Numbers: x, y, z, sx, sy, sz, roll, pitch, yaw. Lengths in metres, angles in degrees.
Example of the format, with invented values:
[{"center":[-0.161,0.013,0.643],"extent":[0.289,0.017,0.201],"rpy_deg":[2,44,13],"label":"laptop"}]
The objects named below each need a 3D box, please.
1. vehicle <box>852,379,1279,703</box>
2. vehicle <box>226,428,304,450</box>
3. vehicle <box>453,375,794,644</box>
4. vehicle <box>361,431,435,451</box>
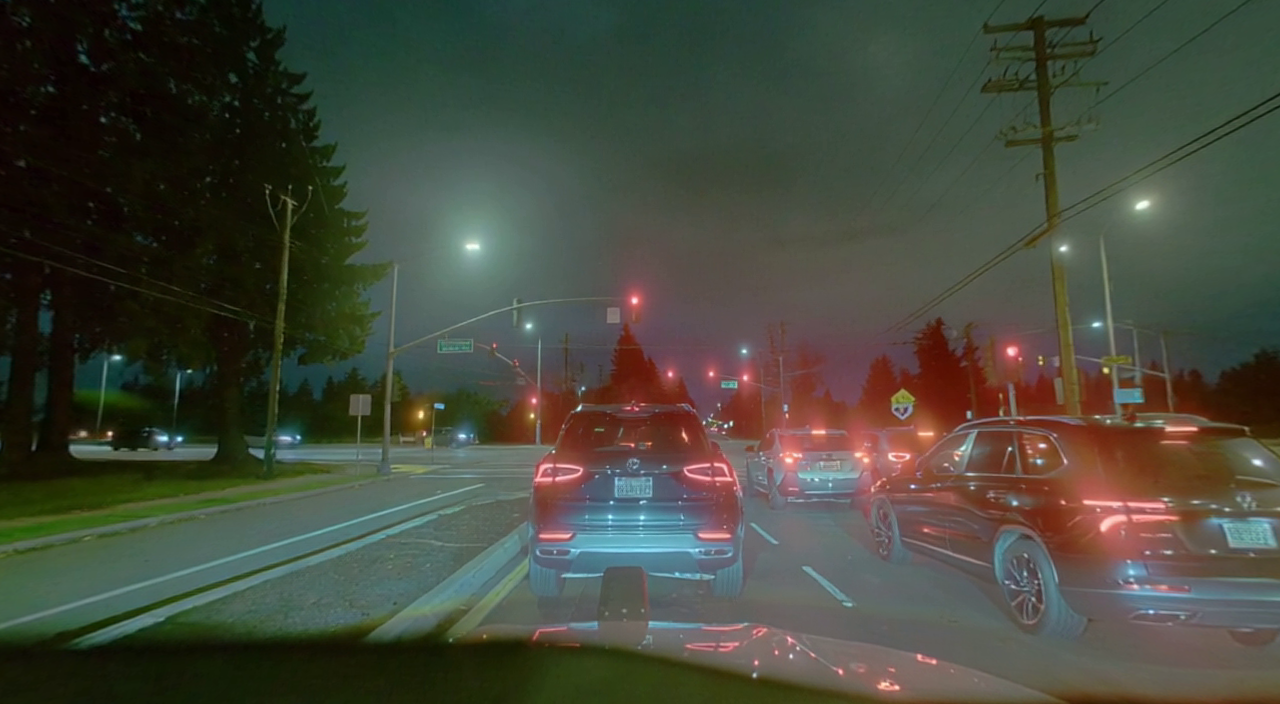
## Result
[{"center":[3.553,1.299,5.471],"extent":[1.948,1.677,4.437],"rpy_deg":[0,-8,1],"label":"vehicle"},{"center":[-27.996,6.524,47.213],"extent":[4.587,1.639,1.878],"rpy_deg":[0,-8,0],"label":"vehicle"},{"center":[-0.159,1.374,6.533],"extent":[2.271,1.786,4.443],"rpy_deg":[0,-8,-1],"label":"vehicle"},{"center":[-17.752,6.554,46.363],"extent":[4.607,1.478,1.995],"rpy_deg":[0,-8,0],"label":"vehicle"}]
